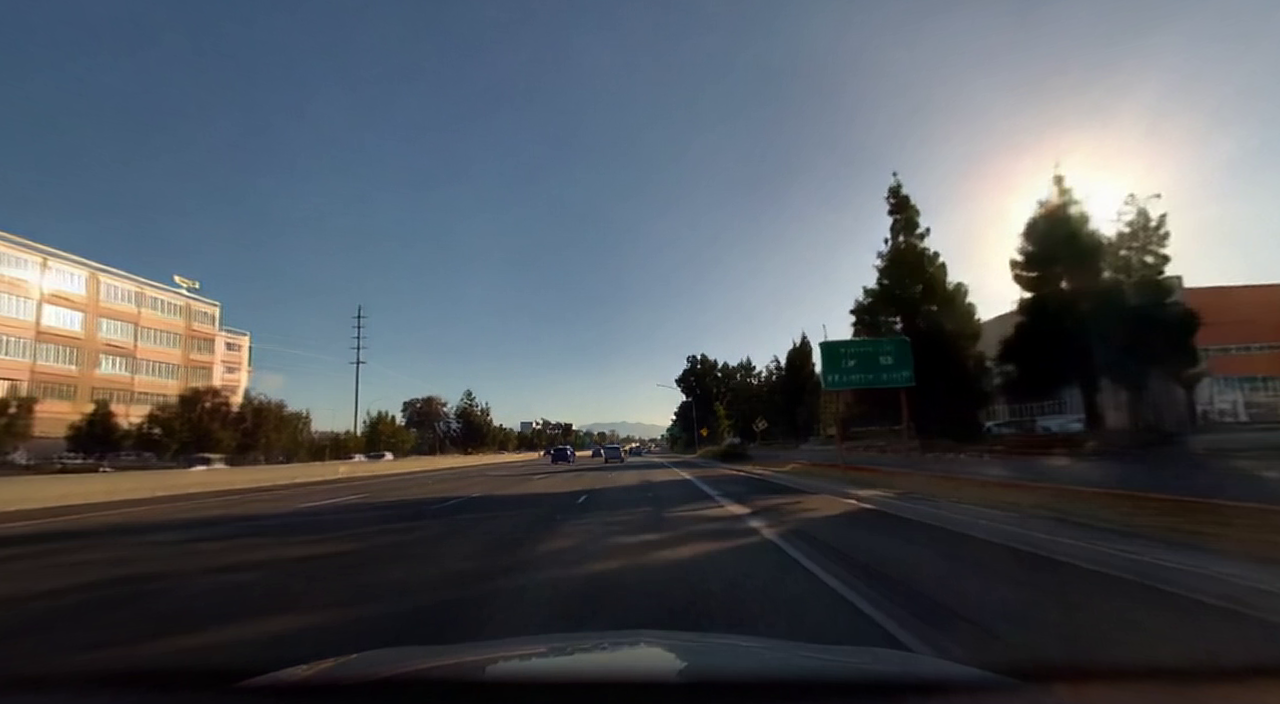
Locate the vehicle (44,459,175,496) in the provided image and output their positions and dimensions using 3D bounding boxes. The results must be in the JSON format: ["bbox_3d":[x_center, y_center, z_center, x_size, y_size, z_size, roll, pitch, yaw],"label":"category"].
[{"bbox_3d":[-24.188,5.699,29.035,2.032,1.455,4.585,0,-8,0],"label":"vehicle"}]

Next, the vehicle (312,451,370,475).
[{"bbox_3d":[-20.110,7.468,42.661,1.797,1.506,4.153,-1,-8,1],"label":"vehicle"}]

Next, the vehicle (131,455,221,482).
[{"bbox_3d":[-31.167,7.822,42.598,2.125,1.597,5.172,0,-8,1],"label":"vehicle"}]
